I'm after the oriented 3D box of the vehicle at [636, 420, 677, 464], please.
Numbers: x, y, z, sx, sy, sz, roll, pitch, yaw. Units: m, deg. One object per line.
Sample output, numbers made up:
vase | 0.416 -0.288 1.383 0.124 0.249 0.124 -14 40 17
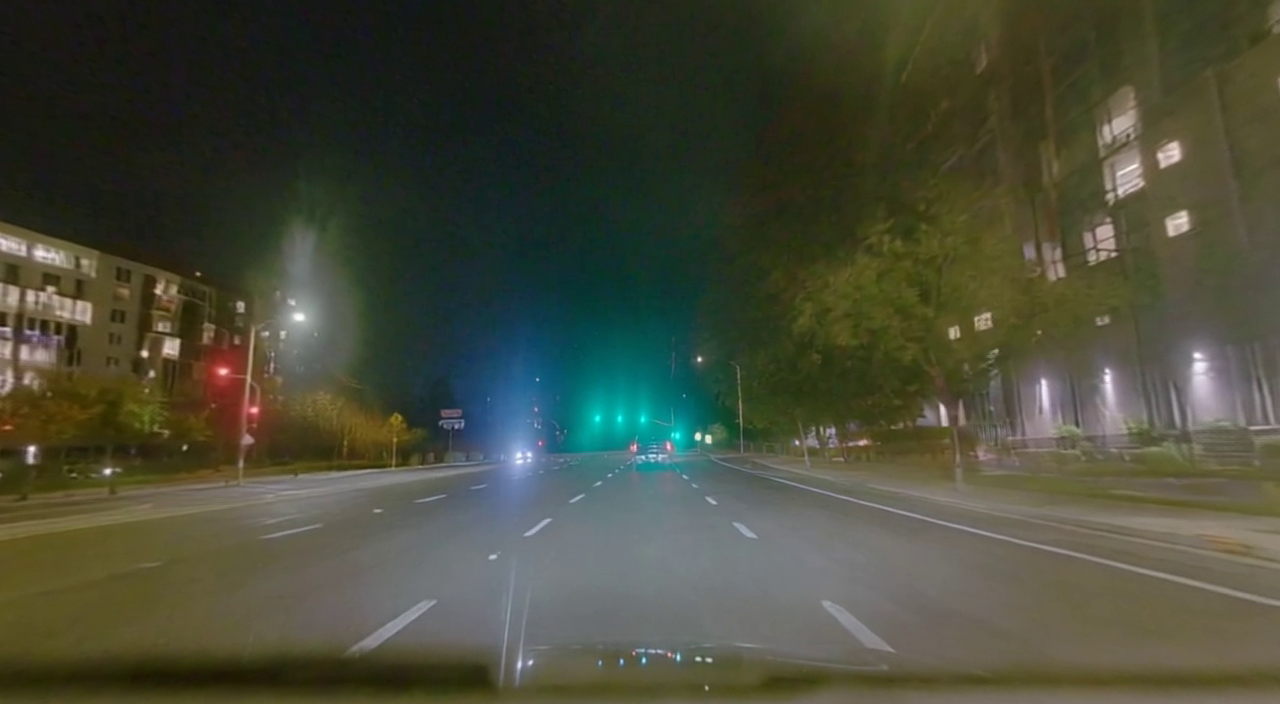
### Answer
vehicle | 1.177 7.128 49.960 2.843 3.120 10.422 0 -8 0
